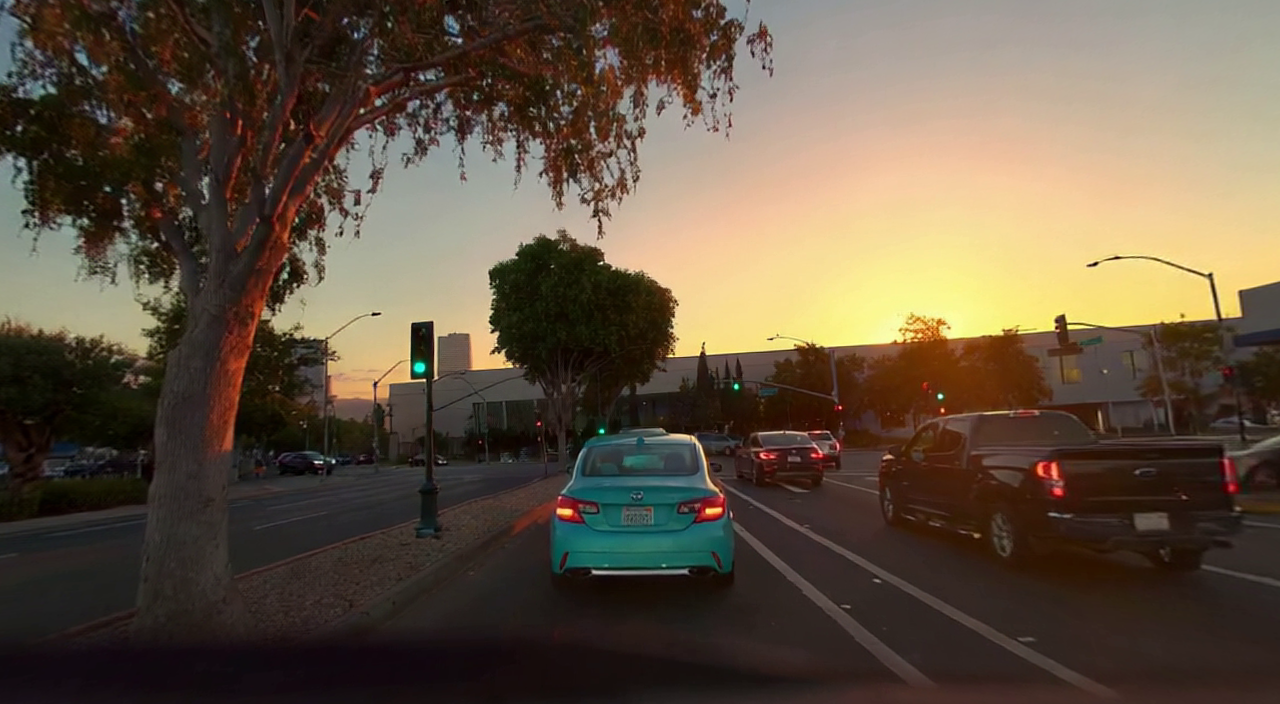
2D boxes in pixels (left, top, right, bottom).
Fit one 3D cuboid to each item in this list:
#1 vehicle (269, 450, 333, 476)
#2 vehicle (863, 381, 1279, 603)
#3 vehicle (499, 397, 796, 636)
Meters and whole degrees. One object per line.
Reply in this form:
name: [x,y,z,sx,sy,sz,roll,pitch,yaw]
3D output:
vehicle: [-24.026,7.841,44.883,1.798,1.706,4.385,-1,-8,6]
vehicle: [4.566,1.482,7.569,2.019,1.803,4.634,0,-8,-1]
vehicle: [0.017,1.462,6.565,2.116,1.677,3.948,0,-8,-1]
